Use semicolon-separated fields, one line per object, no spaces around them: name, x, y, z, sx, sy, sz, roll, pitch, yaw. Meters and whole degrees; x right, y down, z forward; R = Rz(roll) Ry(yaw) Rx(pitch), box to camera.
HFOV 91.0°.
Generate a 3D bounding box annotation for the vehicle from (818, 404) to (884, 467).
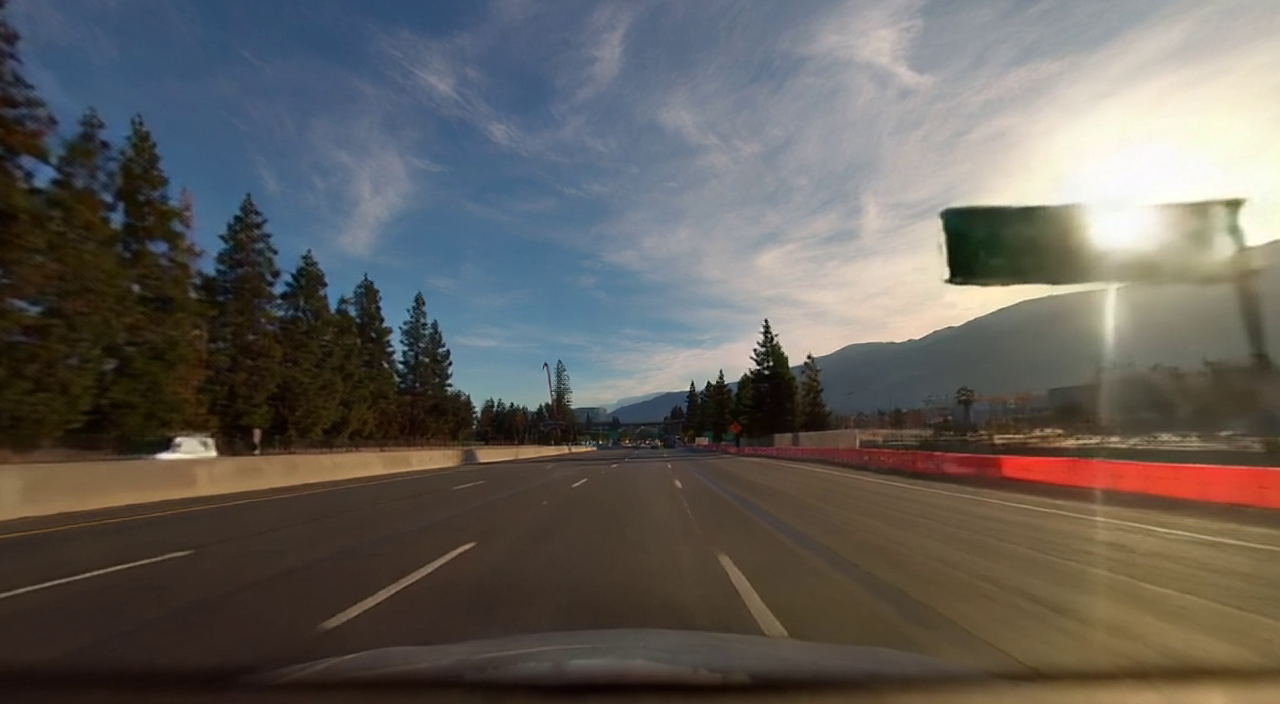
vehicle;12.869;5.130;38.687;2.772;3.642;3.493;0;-9;1
